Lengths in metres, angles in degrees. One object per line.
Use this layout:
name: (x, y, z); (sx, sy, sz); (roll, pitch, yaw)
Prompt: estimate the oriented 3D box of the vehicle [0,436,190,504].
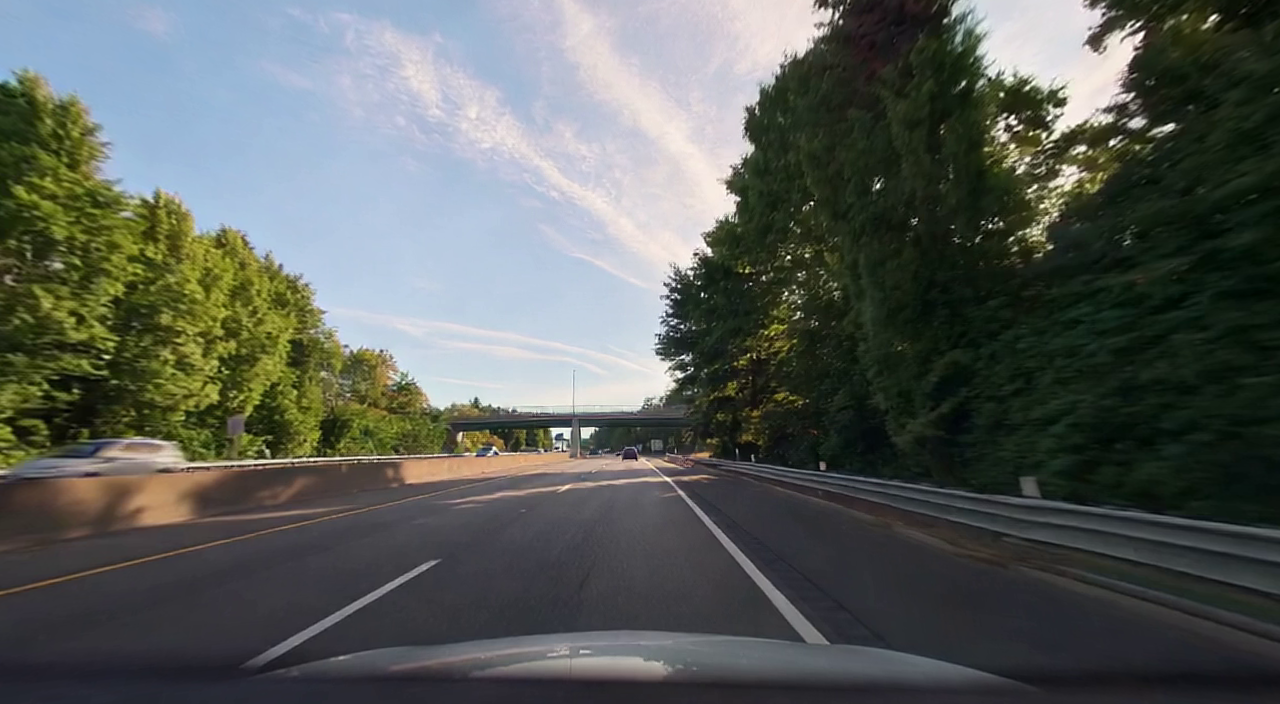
vehicle: (-14.213, 3.000, 16.396); (1.881, 1.513, 4.207); (0, -9, 0)
